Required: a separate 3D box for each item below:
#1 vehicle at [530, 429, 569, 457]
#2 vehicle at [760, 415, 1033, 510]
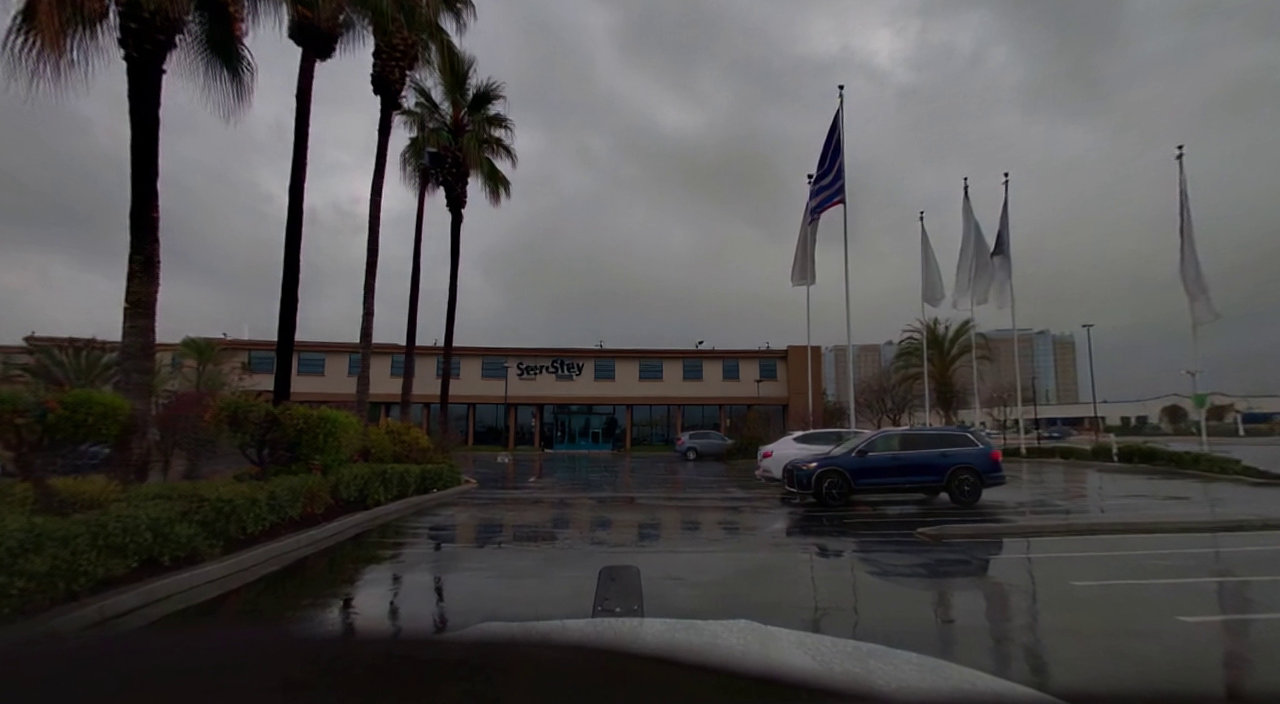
[{"bbox_3d":[-6.586,6.696,46.306,1.943,1.890,4.472,-2,-8,3],"label":"vehicle"},{"bbox_3d":[4.884,2.176,12.566,4.567,1.723,1.926,0,-8,0],"label":"vehicle"}]
